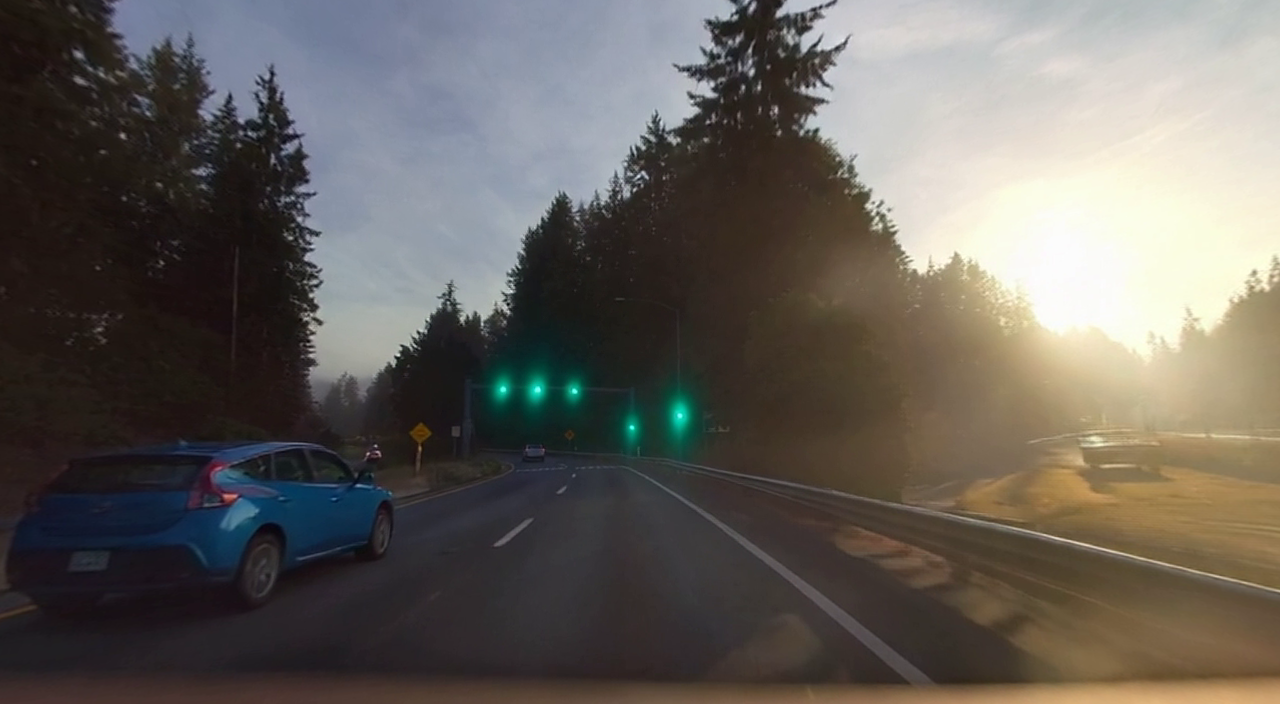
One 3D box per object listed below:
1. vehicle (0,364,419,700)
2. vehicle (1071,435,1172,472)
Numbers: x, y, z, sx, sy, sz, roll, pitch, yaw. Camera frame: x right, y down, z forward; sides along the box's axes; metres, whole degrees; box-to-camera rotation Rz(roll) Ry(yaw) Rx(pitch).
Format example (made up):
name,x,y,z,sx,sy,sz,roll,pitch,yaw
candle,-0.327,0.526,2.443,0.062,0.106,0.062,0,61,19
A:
name,x,y,z,sx,sy,sz,roll,pitch,yaw
vehicle,-4.151,1.351,6.044,2.336,1.857,4.986,0,-8,-1
vehicle,21.539,4.515,28.177,4.141,1.451,1.720,2,-10,-25
